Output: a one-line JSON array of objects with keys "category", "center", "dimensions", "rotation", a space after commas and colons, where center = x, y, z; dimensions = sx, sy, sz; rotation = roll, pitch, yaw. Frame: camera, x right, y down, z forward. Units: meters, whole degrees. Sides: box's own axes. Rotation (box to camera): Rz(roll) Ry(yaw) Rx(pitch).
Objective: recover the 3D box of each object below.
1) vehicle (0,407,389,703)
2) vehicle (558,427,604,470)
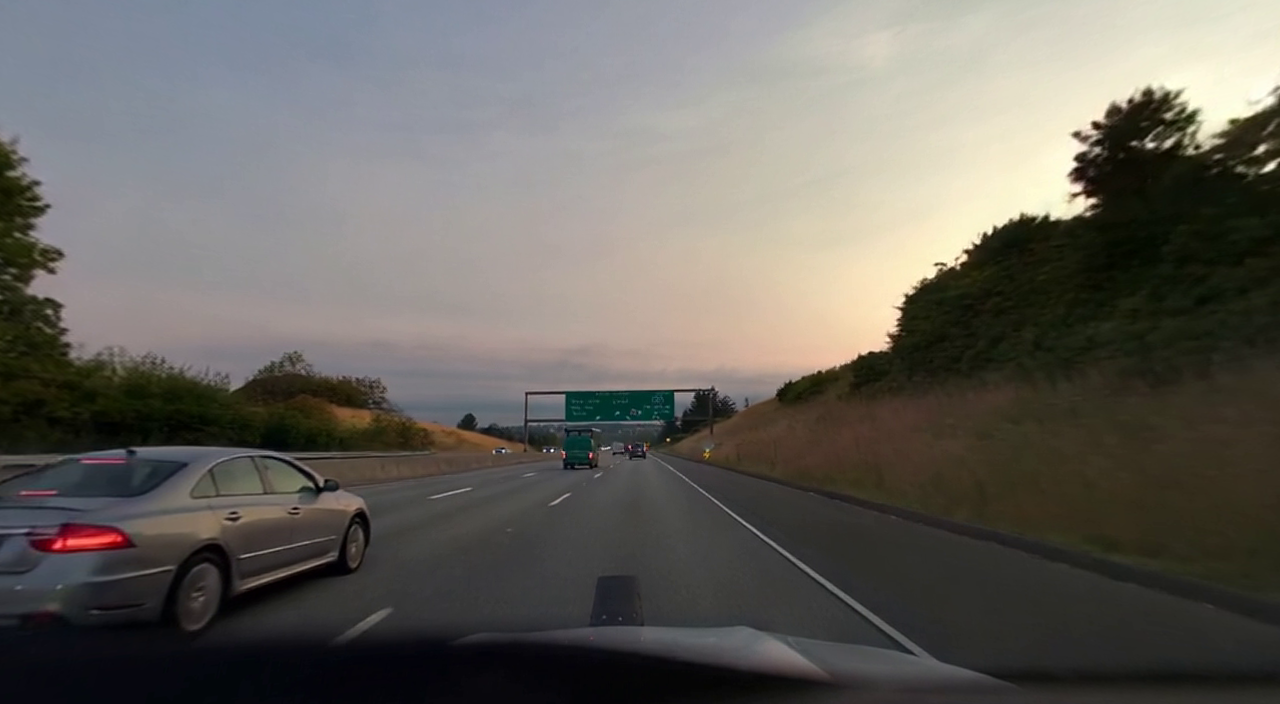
[{"category": "vehicle", "center": [-3.614, 1.259, 4.624], "dimensions": [1.924, 1.436, 3.915], "rotation": [0, -9, 0]}, {"category": "vehicle", "center": [-3.575, 6.034, 39.452], "dimensions": [2.290, 2.453, 5.561], "rotation": [0, -9, 0]}]
